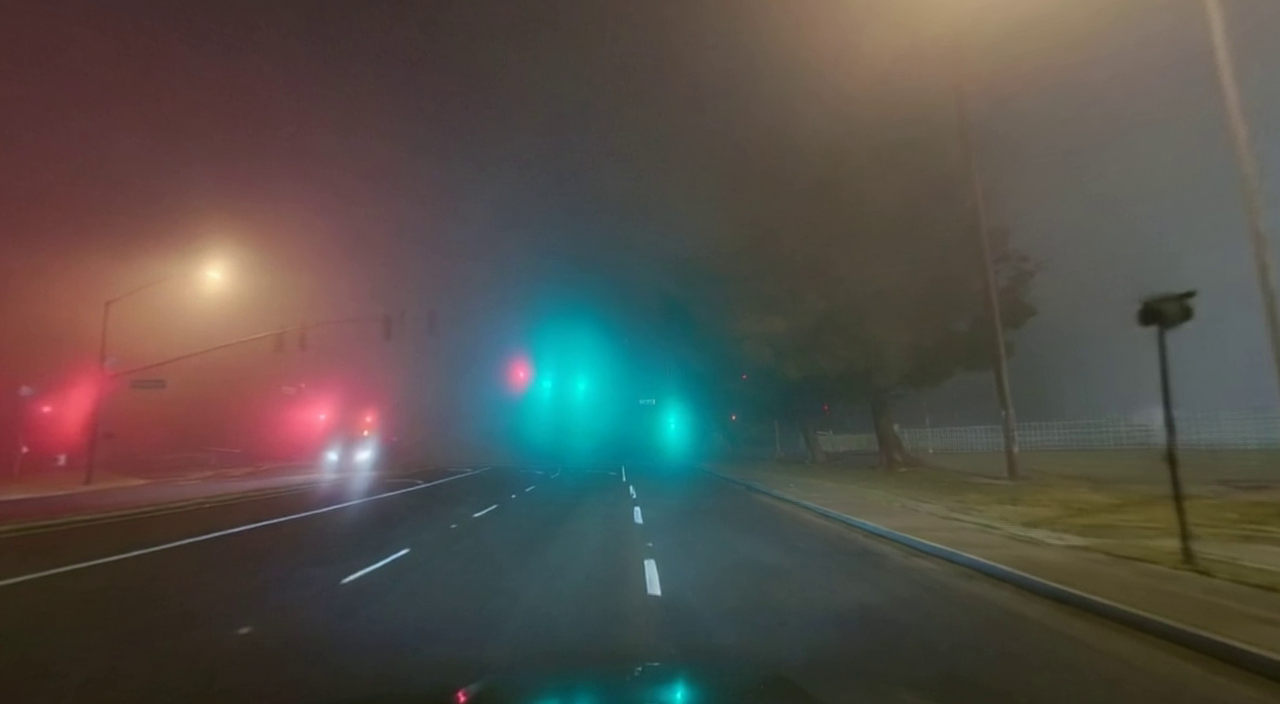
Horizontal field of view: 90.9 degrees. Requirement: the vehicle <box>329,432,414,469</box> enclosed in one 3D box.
[{"bbox_3d":[-15.084,5.590,35.823,2.437,1.910,5.780,0,-9,-2],"label":"vehicle"}]
